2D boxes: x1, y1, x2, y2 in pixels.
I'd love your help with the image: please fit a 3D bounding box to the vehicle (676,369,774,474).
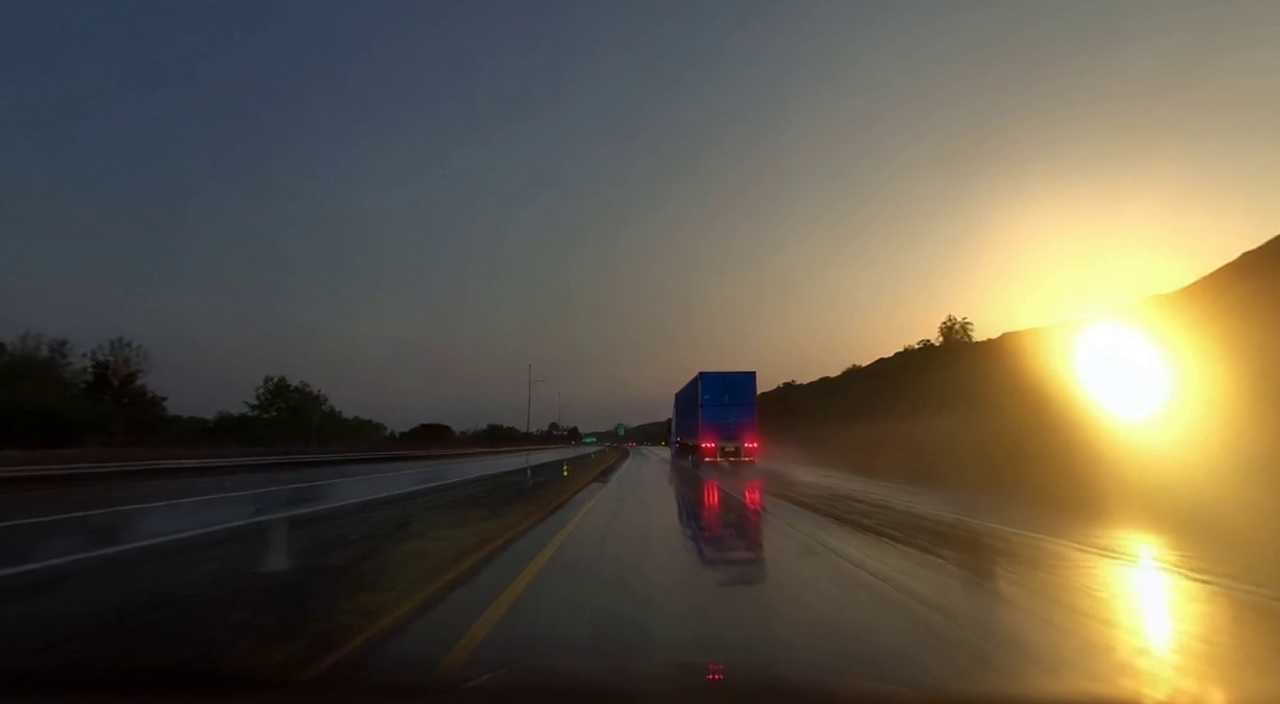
[{"bbox_3d":[4.068,3.981,34.295,3.615,4.578,13.539,0,-8,1],"label":"vehicle"}]
